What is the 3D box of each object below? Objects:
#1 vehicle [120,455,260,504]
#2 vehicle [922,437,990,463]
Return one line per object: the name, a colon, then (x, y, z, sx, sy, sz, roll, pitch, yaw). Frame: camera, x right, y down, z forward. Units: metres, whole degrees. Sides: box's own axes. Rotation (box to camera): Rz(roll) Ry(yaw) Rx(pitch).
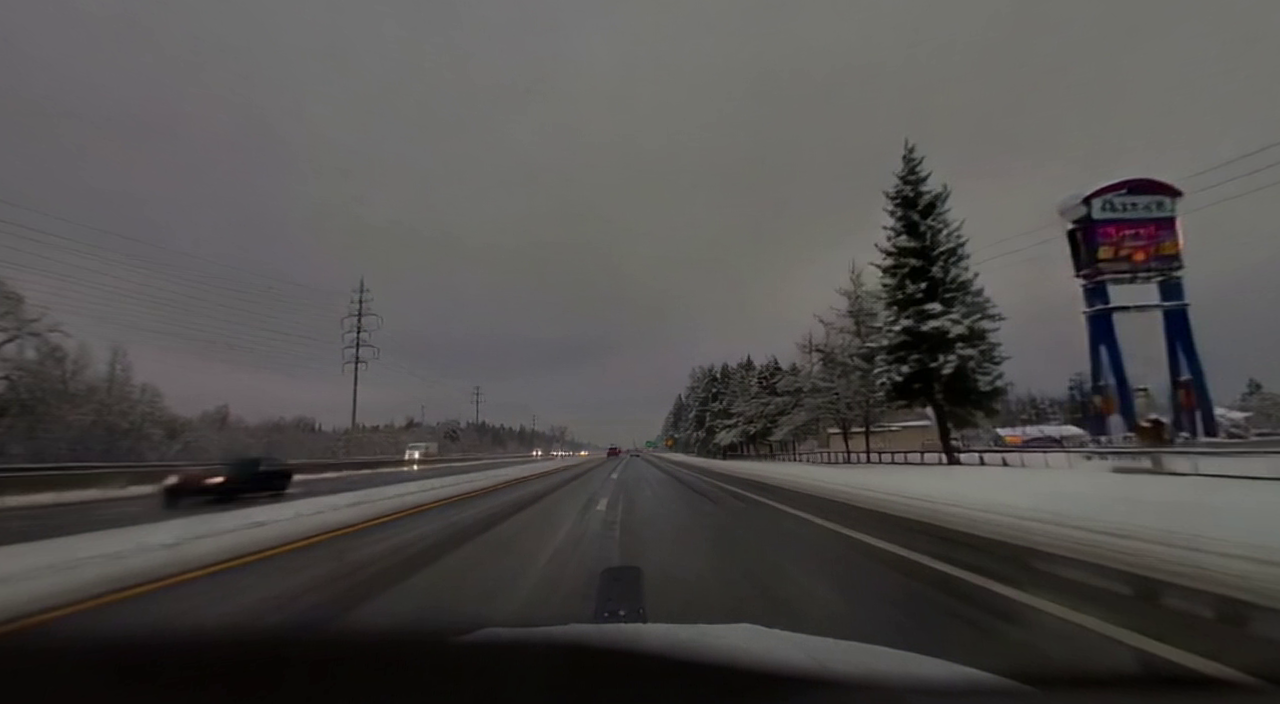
vehicle: (-14.899, 4.195, 21.195, 1.765, 1.416, 4.072, 0, -9, -1)
vehicle: (20.741, 6.474, 41.564, 2.029, 1.578, 4.313, 1, -9, -3)
